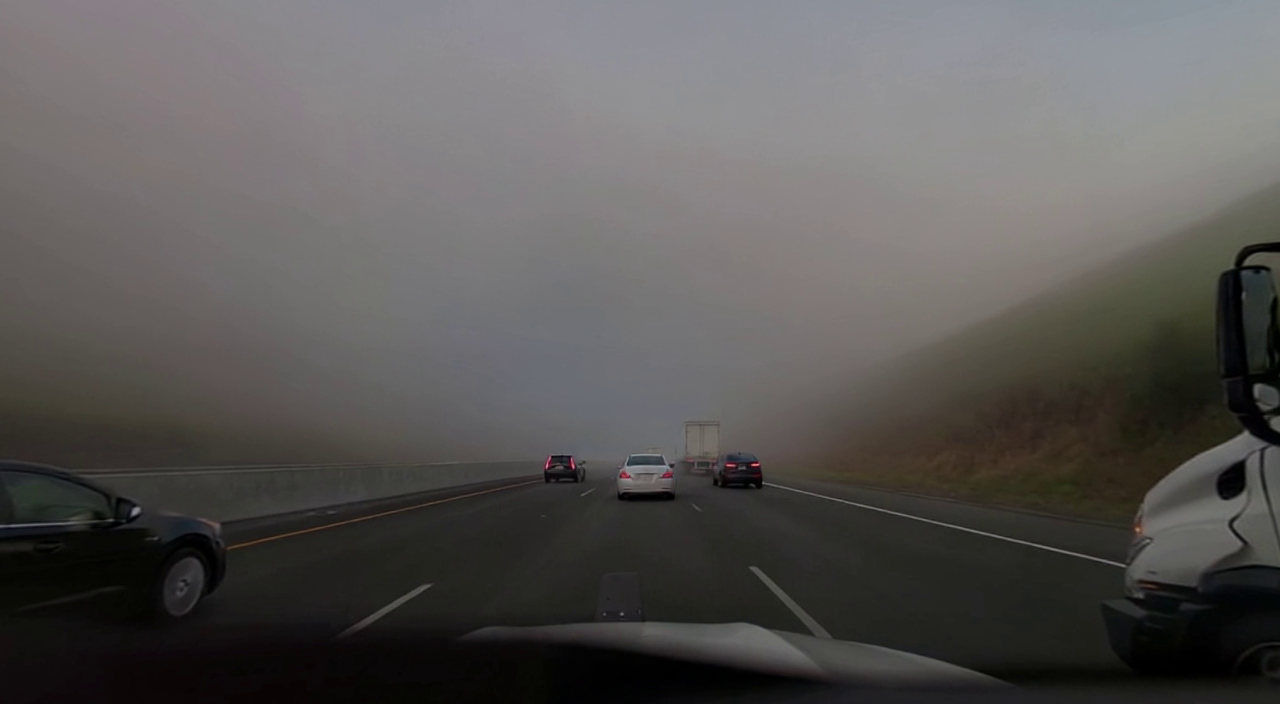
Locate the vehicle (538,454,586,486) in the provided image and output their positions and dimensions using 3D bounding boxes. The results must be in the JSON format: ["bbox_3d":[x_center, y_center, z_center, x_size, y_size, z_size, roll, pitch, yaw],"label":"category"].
[{"bbox_3d":[-3.794,5.808,31.336,1.848,1.486,3.832,0,-9,1],"label":"vehicle"}]

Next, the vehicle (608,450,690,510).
[{"bbox_3d":[0.235,3.486,17.573,2.041,1.484,3.535,0,-9,0],"label":"vehicle"}]

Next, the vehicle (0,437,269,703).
[{"bbox_3d":[-4.373,1.237,3.457,1.920,1.506,4.454,0,-9,1],"label":"vehicle"}]

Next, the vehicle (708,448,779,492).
[{"bbox_3d":[4.019,4.657,25.309,2.029,1.579,4.484,0,-9,-1],"label":"vehicle"}]

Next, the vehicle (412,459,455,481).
[{"bbox_3d":[-14.918,8.529,45.719,1.758,1.421,3.735,-1,-9,2],"label":"vehicle"}]
